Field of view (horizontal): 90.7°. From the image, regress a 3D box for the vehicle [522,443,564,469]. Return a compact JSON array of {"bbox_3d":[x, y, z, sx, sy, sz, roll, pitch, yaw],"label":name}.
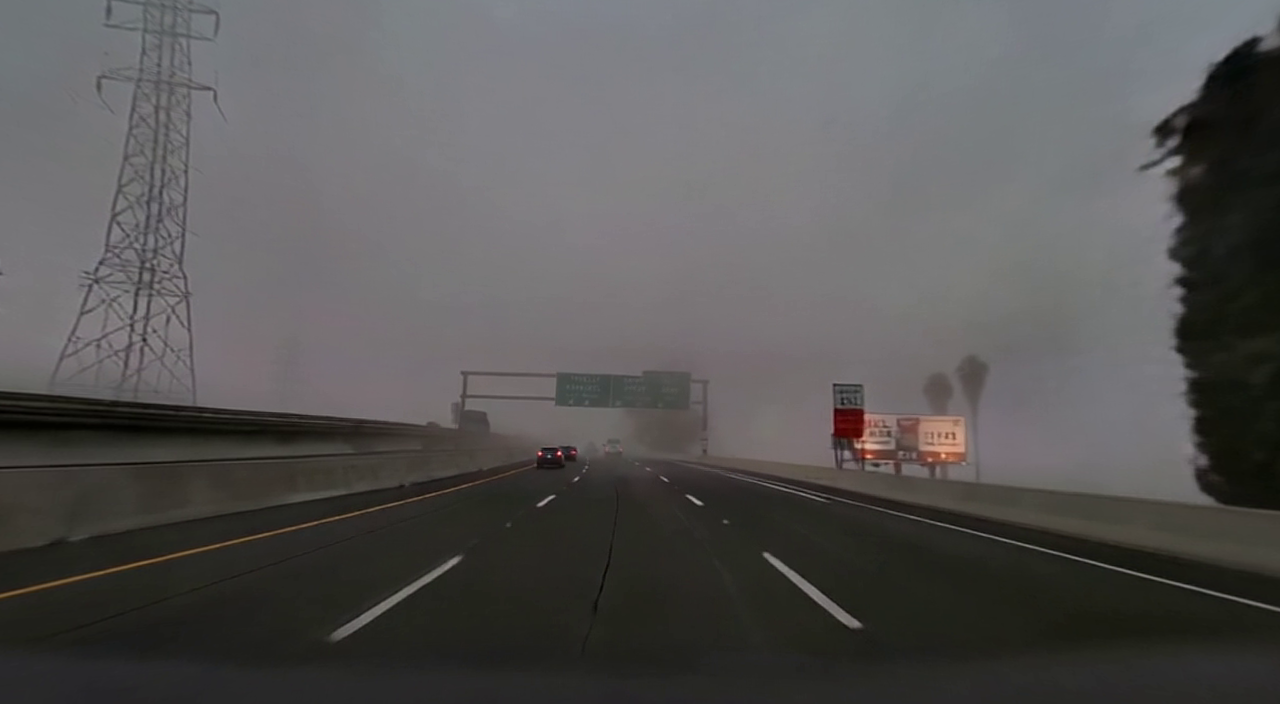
[{"bbox_3d":[-5.597,6.021,36.931,1.921,1.420,4.078,0,-8,-2],"label":"vehicle"}]
